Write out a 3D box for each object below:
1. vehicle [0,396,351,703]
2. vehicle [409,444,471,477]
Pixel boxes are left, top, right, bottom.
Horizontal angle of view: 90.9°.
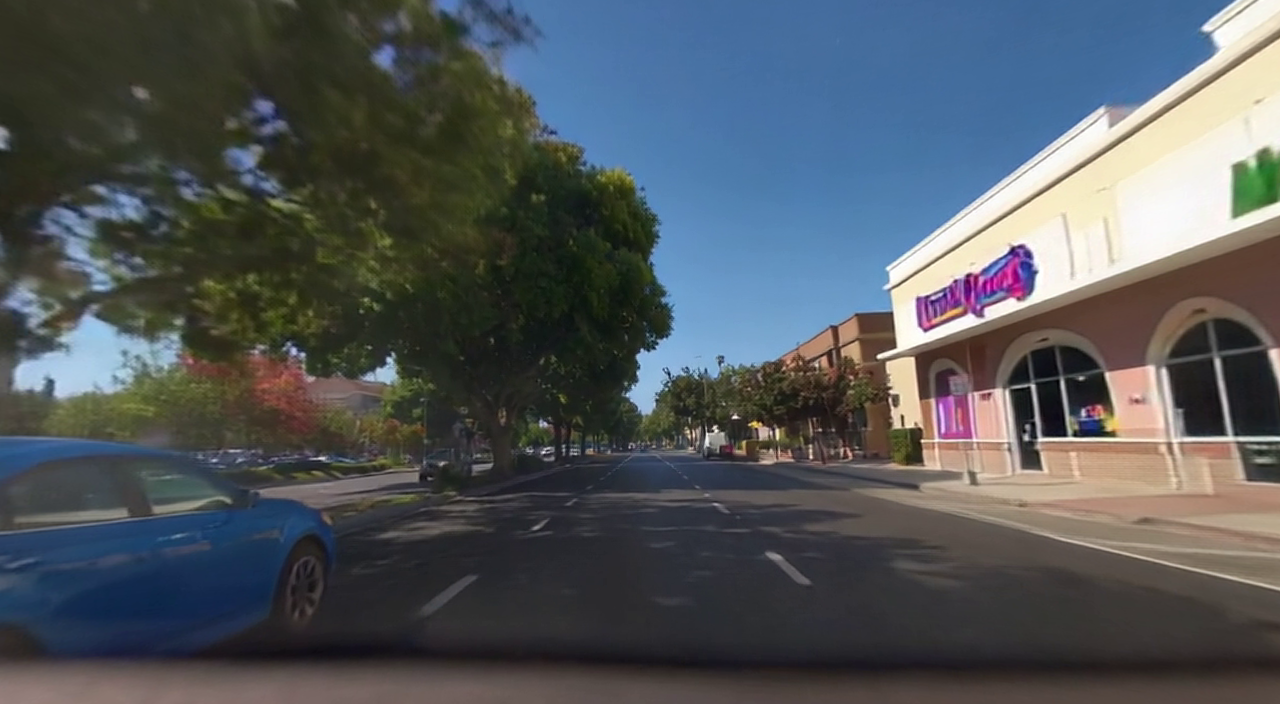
[{"bbox_3d":[-3.036,0.874,1.929,2.082,1.460,4.636,0,-8,0],"label":"vehicle"},{"bbox_3d":[-11.395,6.169,36.231,2.070,1.738,4.485,-1,-8,1],"label":"vehicle"}]
